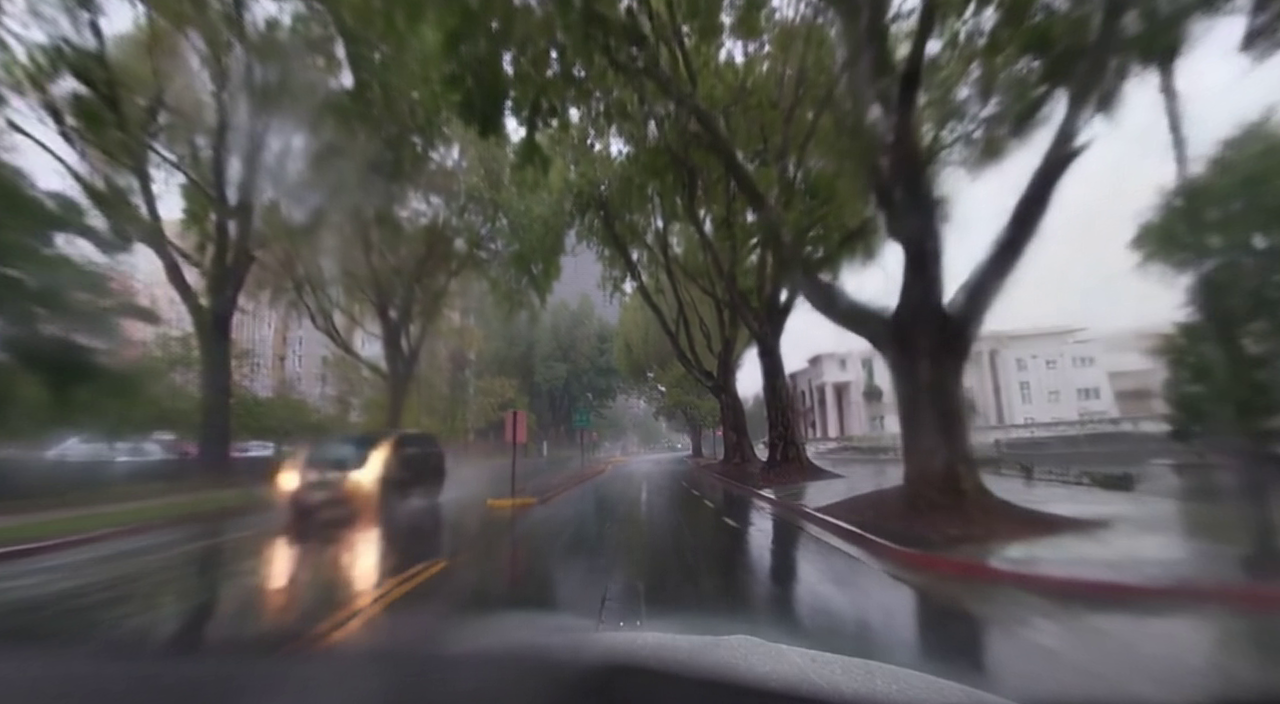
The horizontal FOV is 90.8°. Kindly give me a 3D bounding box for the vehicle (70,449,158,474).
[{"bbox_3d":[-33.914,7.021,40.862,1.785,1.493,4.343,-1,-8,3],"label":"vehicle"}]

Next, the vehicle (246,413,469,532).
[{"bbox_3d":[-5.443,2.413,13.304,2.252,1.936,5.538,0,-8,-1],"label":"vehicle"}]

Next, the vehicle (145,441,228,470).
[{"bbox_3d":[-28.725,6.564,40.209,1.977,1.701,4.396,0,-8,1],"label":"vehicle"}]

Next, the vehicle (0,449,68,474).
[{"bbox_3d":[-39.343,7.046,40.489,1.666,1.471,3.630,1,-12,3],"label":"vehicle"}]

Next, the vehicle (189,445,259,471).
[{"bbox_3d":[-26.340,6.711,40.177,1.641,1.505,4.016,-1,-9,2],"label":"vehicle"}]
